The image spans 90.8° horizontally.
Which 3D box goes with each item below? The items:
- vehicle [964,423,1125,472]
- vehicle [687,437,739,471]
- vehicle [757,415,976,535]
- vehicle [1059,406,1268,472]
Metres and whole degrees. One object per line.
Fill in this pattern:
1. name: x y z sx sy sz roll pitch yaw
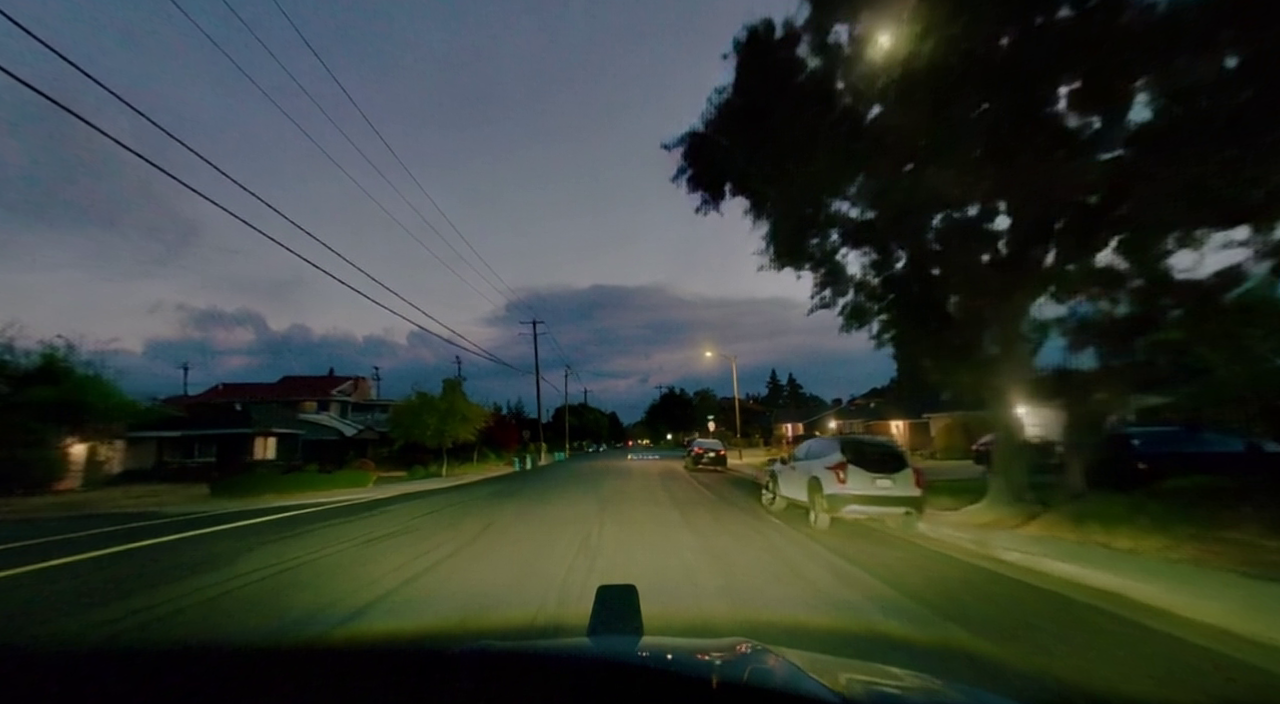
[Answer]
1. vehicle: 13.771 3.274 21.703 4.116 1.435 1.920 -3 -8 1
2. vehicle: 3.572 5.097 31.720 2.012 1.531 4.557 0 -8 -1
3. vehicle: 3.735 2.132 11.544 2.134 1.720 4.515 0 -8 -3
4. vehicle: 15.374 2.575 18.777 4.283 1.660 2.035 -2 -7 1
